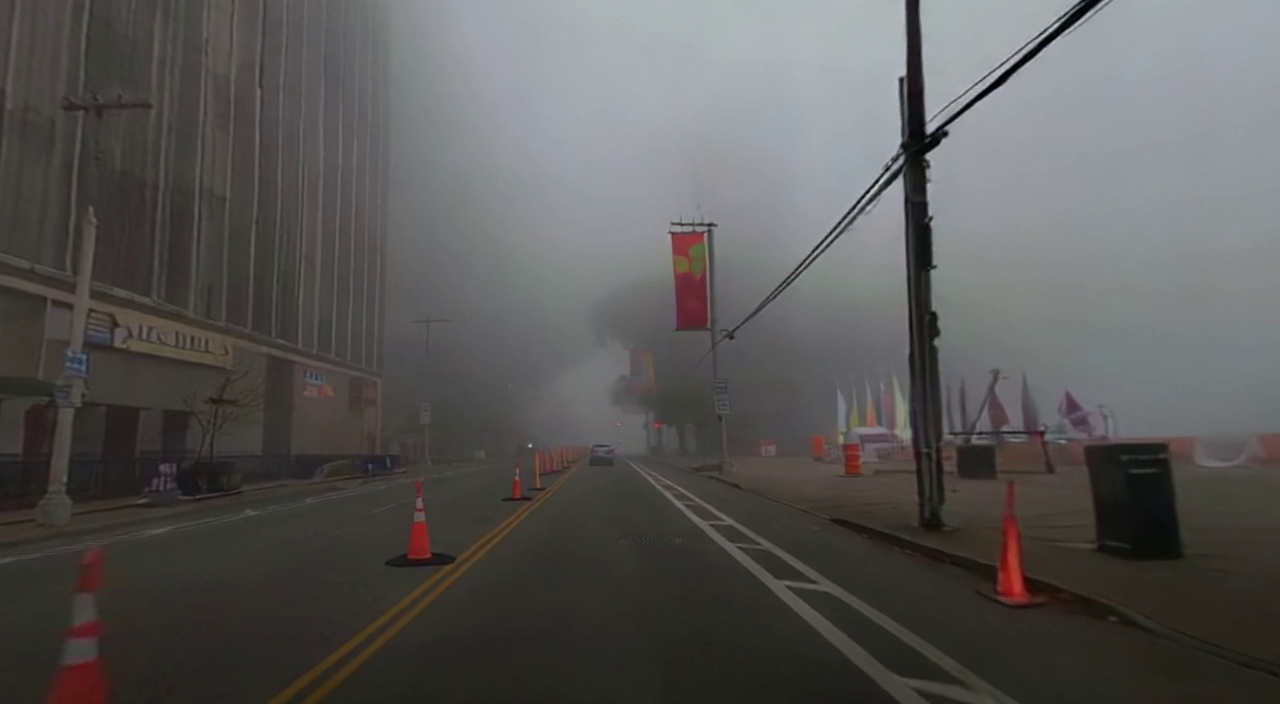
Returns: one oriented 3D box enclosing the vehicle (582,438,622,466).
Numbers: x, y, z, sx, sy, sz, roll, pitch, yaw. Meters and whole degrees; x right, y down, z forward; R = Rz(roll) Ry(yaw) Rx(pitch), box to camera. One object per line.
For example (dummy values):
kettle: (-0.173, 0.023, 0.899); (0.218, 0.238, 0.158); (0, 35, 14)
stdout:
vehicle: (-2.229, 5.825, 36.807); (2.216, 1.492, 4.725); (1, -8, -4)
